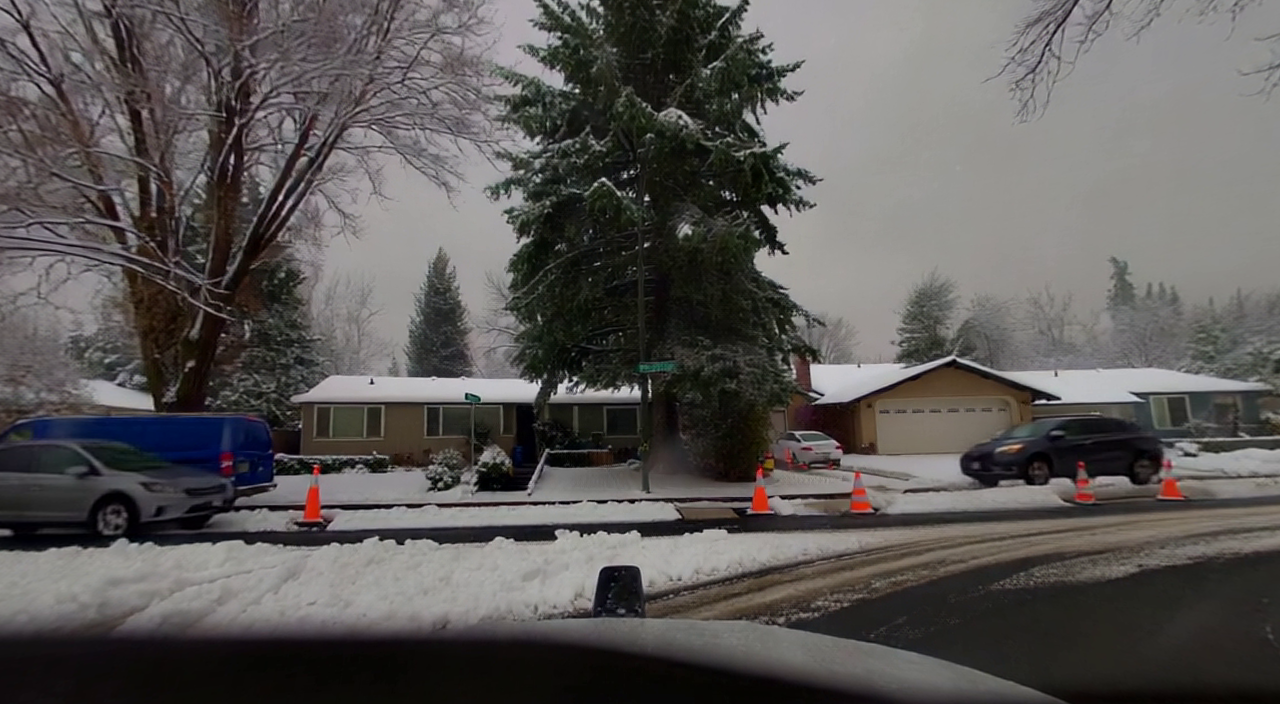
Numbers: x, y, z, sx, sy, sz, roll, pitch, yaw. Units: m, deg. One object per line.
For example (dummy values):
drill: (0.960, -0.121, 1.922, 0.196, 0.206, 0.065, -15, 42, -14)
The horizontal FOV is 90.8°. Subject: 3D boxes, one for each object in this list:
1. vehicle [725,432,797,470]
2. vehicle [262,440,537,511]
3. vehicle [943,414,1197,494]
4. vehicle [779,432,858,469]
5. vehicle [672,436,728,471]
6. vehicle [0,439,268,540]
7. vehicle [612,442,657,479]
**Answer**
vehicle: (5.340, 4.462, 28.494, 2.007, 1.555, 4.204, 1, -9, -7)
vehicle: (-6.382, 3.400, 17.817, 6.643, 1.777, 2.925, 1, -8, -5)
vehicle: (10.804, 2.587, 16.162, 5.047, 1.851, 2.103, 1, -9, -5)
vehicle: (8.063, 4.493, 28.946, 1.893, 1.529, 4.422, 1, -9, -7)
vehicle: (2.593, 4.538, 28.373, 1.745, 1.461, 4.074, 1, -8, -6)
vehicle: (-9.495, 2.312, 10.997, 4.684, 1.556, 2.087, 0, -8, -1)
vehicle: (-0.302, 4.756, 27.931, 1.648, 1.430, 3.654, 4, -9, -4)
